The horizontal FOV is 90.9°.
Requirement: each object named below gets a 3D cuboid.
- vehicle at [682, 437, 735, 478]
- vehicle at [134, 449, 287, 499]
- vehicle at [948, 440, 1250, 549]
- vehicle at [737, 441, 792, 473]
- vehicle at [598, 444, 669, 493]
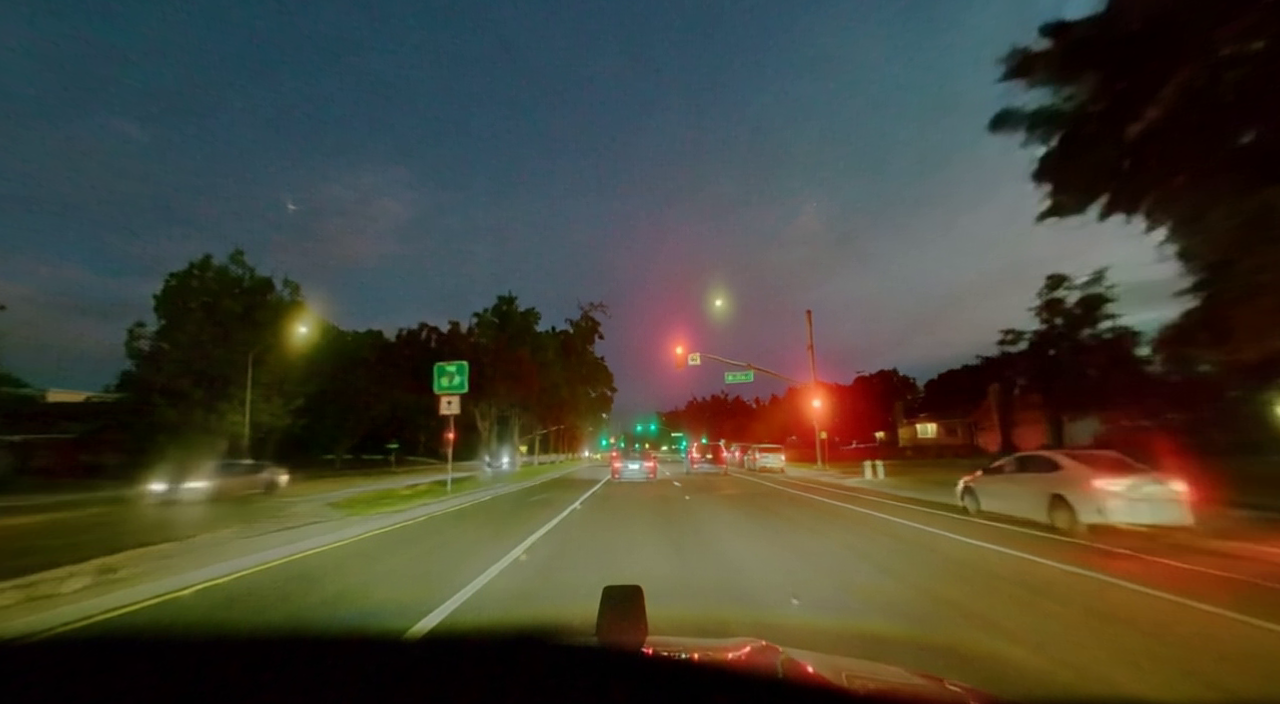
[{"bbox_3d":[3.264,5.149,31.003,2.073,1.822,4.276,0,-8,0],"label":"vehicle"},{"bbox_3d":[-14.502,4.104,21.701,1.901,1.468,4.689,0,-8,1],"label":"vehicle"},{"bbox_3d":[7.485,2.311,11.009,1.980,1.497,4.345,0,-8,0],"label":"vehicle"},{"bbox_3d":[7.582,6.466,38.865,2.184,1.786,5.497,1,-10,-1],"label":"vehicle"},{"bbox_3d":[-0.213,3.822,21.099,2.140,1.474,4.026,0,-8,0],"label":"vehicle"}]
